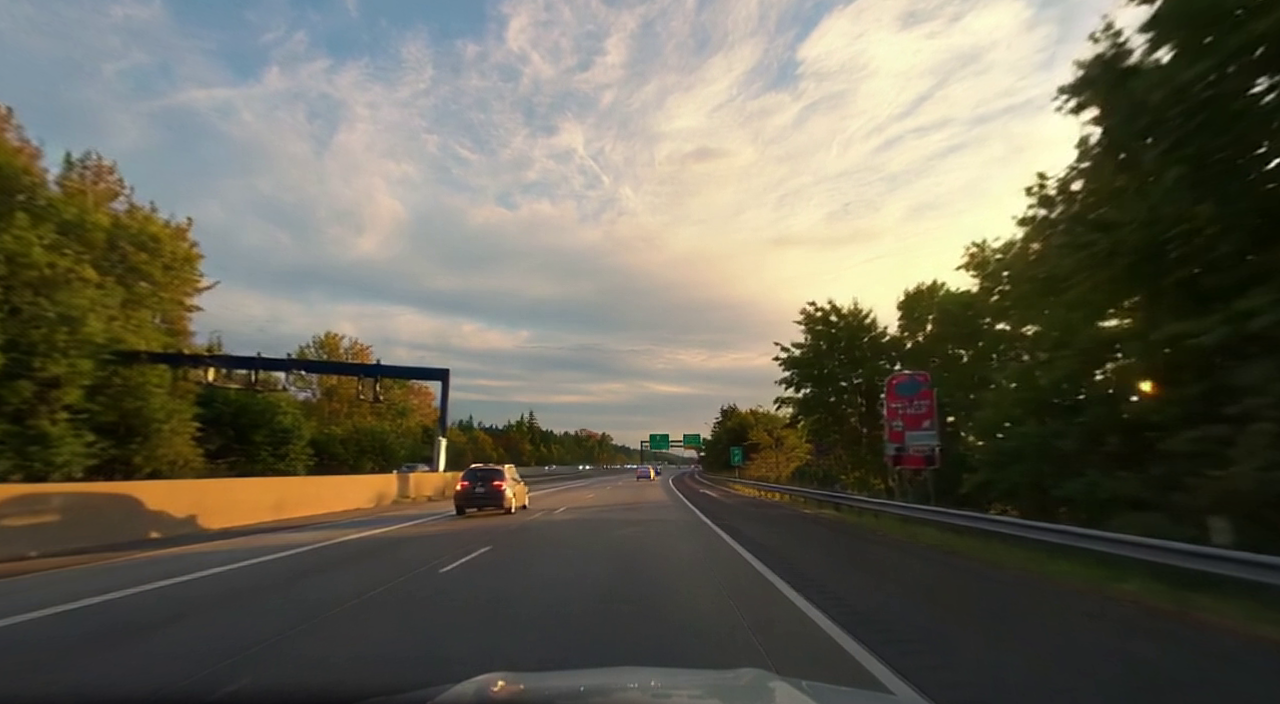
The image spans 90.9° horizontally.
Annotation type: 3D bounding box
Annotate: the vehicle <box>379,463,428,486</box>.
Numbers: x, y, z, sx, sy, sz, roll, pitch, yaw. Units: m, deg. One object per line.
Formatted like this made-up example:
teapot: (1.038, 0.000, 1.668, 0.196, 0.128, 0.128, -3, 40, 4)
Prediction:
vehicle: (-17.944, 9.326, 48.034, 1.959, 1.669, 4.090, 1, -11, 2)

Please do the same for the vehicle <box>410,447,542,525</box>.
vehicle: (-3.807, 3.228, 15.478, 2.000, 1.594, 3.996, 1, -11, 2)
